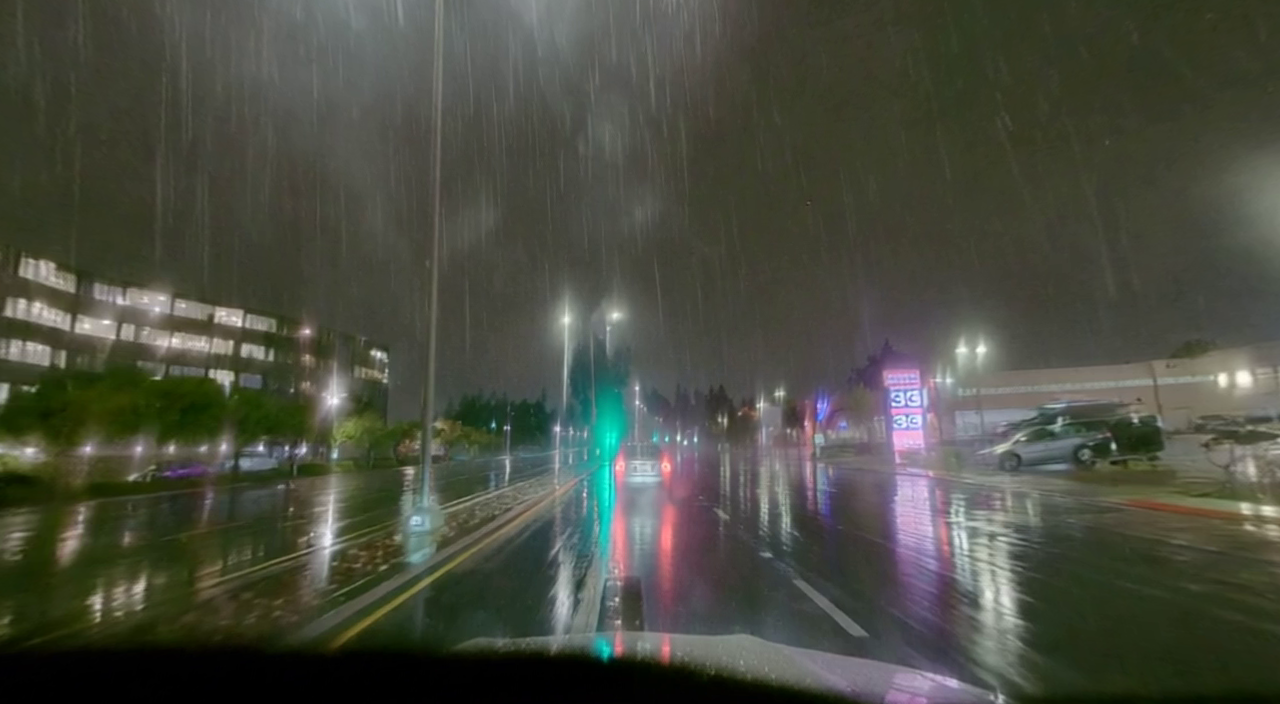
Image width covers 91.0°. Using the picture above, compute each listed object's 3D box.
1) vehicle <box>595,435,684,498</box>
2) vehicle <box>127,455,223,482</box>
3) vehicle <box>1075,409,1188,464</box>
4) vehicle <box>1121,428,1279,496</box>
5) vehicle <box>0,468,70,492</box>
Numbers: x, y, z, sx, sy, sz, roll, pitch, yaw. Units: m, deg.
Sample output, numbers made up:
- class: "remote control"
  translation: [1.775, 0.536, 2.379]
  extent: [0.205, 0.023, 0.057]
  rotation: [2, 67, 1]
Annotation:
- class: "vehicle"
  translation: [-0.037, 3.026, 17.010]
  extent: [2.126, 1.475, 3.967]
  rotation: [0, -8, -1]
- class: "vehicle"
  translation: [-27.823, 6.992, 37.746]
  extent: [4.209, 1.497, 1.913]
  rotation: [0, -9, 0]
- class: "vehicle"
  translation: [21.586, 3.792, 27.987]
  extent: [2.336, 2.164, 5.796]
  rotation: [-3, -9, 22]
- class: "vehicle"
  translation: [15.180, 2.724, 15.924]
  extent: [4.383, 1.561, 2.134]
  rotation: [1, -8, -6]
- class: "vehicle"
  translation: [-39.234, 8.143, 40.065]
  extent: [3.805, 1.406, 1.701]
  rotation: [5, -9, -21]
